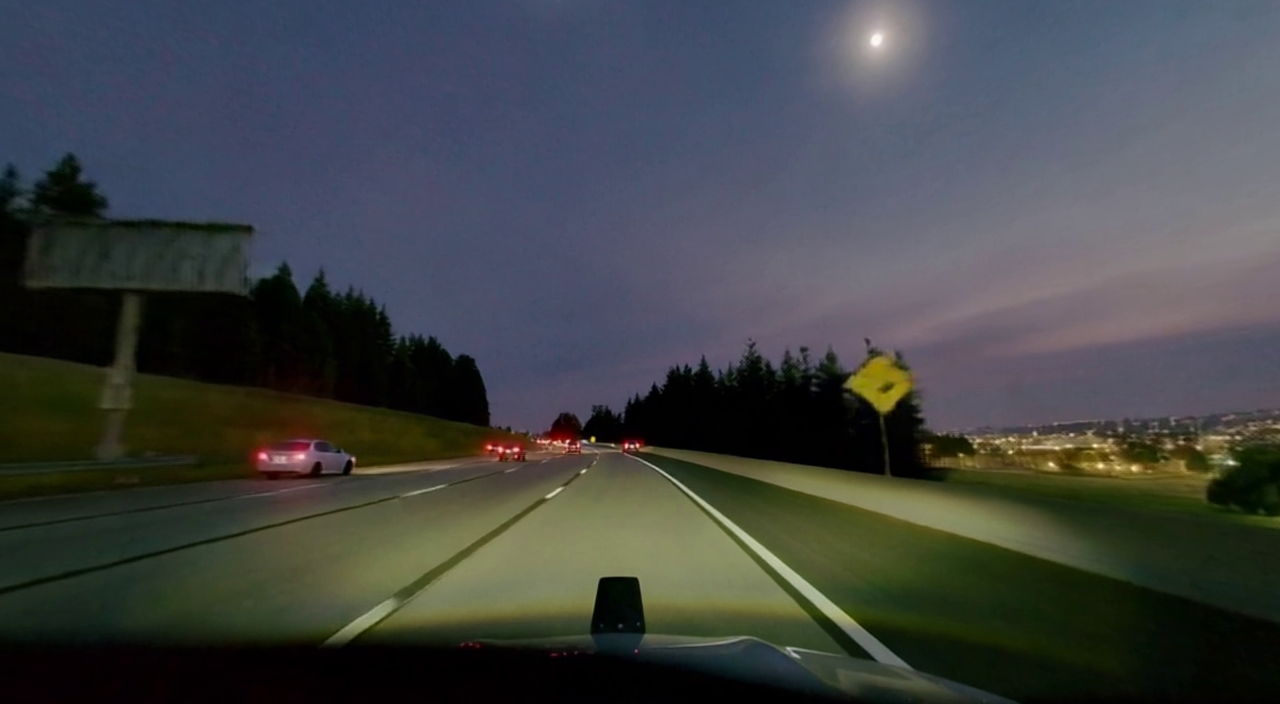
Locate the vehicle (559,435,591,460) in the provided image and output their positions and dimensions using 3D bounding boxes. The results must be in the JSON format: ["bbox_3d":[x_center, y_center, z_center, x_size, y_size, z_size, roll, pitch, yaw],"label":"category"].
[{"bbox_3d":[-5.067,7.470,49.262,2.138,1.833,4.622,1,-8,-2],"label":"vehicle"}]

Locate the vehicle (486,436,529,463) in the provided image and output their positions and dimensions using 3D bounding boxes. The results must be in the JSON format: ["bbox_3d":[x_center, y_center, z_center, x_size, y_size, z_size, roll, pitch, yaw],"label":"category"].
[{"bbox_3d":[-8.884,6.560,42.342,2.015,1.651,4.432,1,-8,-2],"label":"vehicle"}]

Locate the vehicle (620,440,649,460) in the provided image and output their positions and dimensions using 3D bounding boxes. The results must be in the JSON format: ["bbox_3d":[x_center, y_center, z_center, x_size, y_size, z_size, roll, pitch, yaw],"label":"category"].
[{"bbox_3d":[-0.456,7.647,48.946,2.060,1.465,3.974,1,-8,-3],"label":"vehicle"}]

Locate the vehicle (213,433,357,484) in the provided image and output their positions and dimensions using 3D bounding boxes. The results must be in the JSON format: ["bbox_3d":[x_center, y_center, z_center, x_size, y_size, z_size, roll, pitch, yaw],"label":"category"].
[{"bbox_3d":[-11.715,3.541,21.231,2.056,1.489,4.852,0,-8,0],"label":"vehicle"}]
